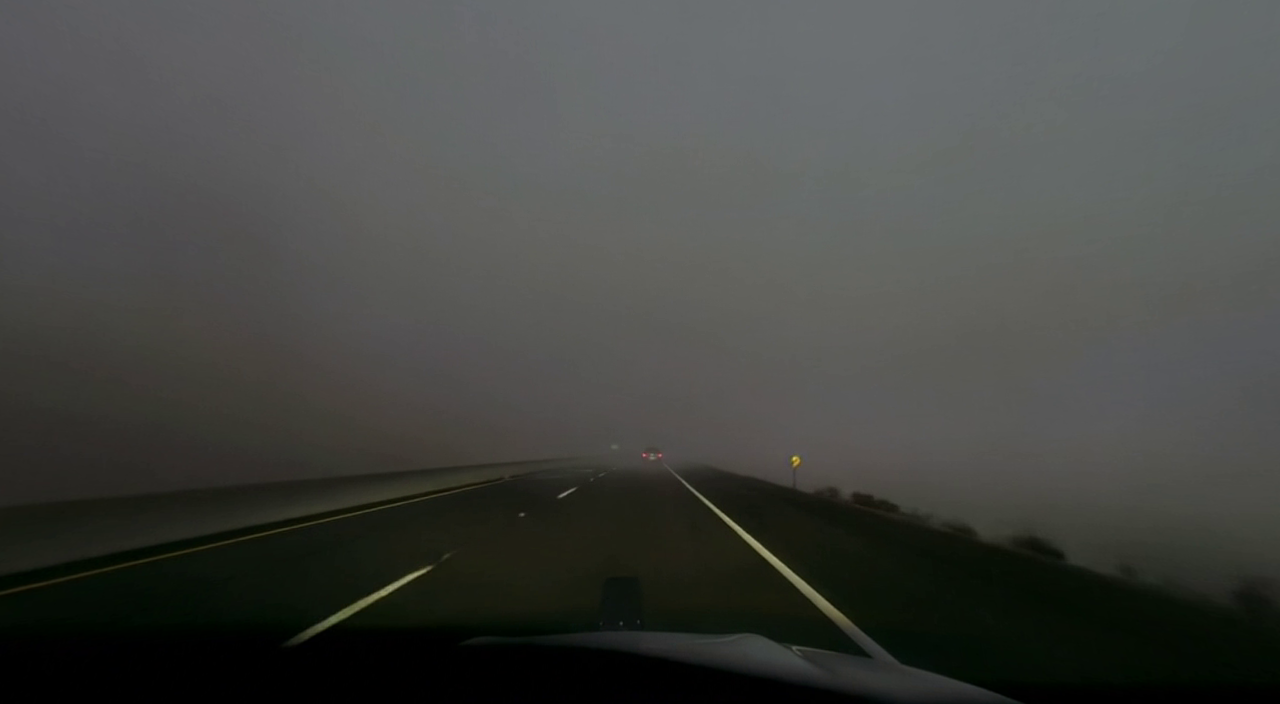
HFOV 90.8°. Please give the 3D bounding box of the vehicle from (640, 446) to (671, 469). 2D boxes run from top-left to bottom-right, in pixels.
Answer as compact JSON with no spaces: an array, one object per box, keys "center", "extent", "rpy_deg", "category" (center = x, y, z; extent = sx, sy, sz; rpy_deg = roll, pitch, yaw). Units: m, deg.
[{"center":[1.205,7.862,47.220],"extent":[2.221,1.603,4.149],"rpy_deg":[-1,-9,2],"category":"vehicle"}]
